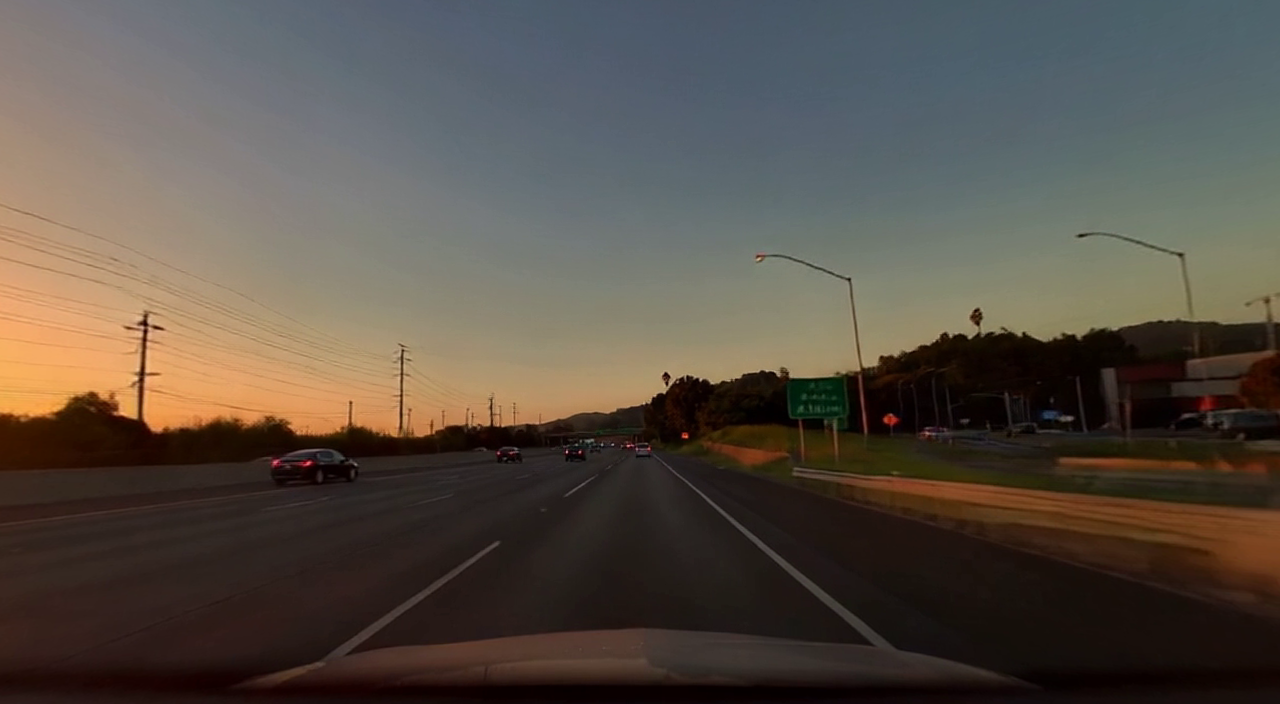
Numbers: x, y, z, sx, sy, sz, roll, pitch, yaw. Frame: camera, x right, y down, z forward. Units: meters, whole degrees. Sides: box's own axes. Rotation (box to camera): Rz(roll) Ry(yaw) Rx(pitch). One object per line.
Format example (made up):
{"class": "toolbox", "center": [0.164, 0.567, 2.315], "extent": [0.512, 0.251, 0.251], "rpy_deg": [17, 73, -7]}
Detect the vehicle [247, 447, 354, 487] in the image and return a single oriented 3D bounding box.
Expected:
{"class": "vehicle", "center": [-14.095, 4.761, 26.537], "extent": [1.988, 1.477, 4.442], "rpy_deg": [0, -8, 1]}
